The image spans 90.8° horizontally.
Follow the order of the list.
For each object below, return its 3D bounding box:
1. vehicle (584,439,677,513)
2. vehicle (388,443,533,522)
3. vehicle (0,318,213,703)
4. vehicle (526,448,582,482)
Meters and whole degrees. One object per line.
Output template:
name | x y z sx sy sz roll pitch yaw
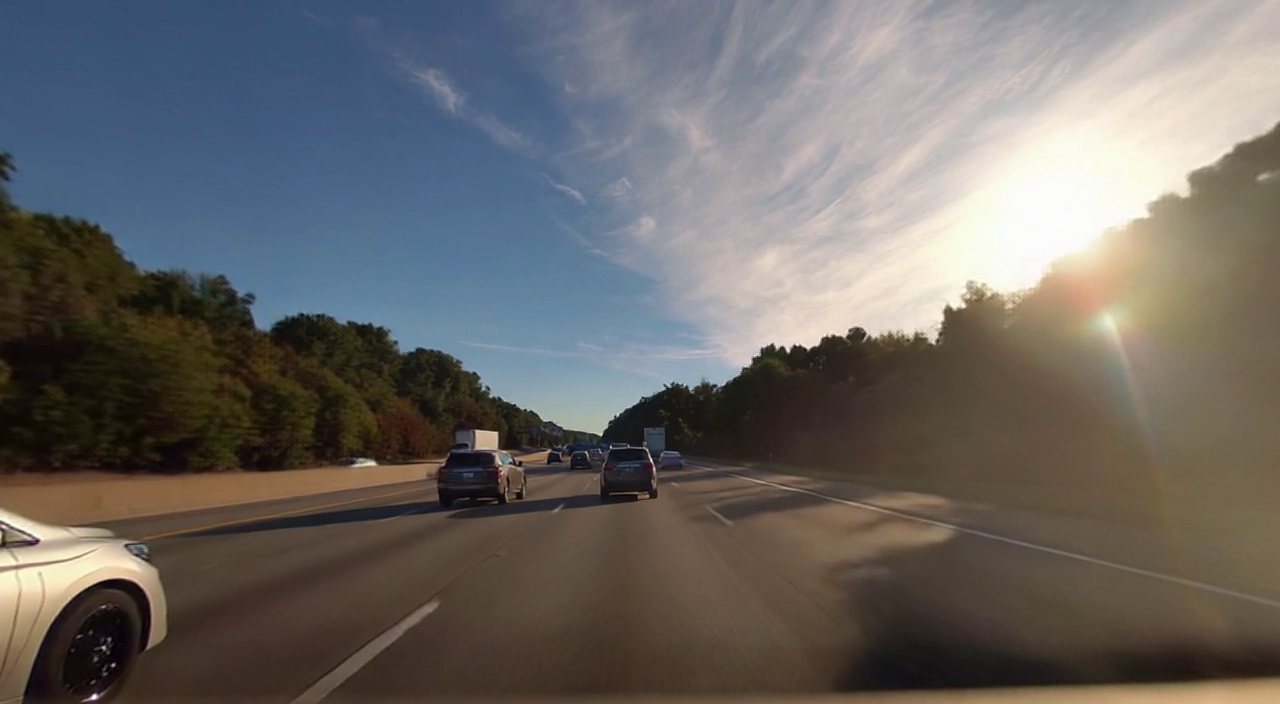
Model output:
vehicle | -0.209 2.960 15.379 1.996 1.574 3.426 0 -9 0
vehicle | -3.830 2.856 14.385 1.988 1.501 4.438 0 -9 0
vehicle | -3.958 0.614 1.566 2.243 1.889 4.949 0 -9 1
vehicle | -4.018 5.368 30.257 1.999 1.484 4.269 0 -9 1
